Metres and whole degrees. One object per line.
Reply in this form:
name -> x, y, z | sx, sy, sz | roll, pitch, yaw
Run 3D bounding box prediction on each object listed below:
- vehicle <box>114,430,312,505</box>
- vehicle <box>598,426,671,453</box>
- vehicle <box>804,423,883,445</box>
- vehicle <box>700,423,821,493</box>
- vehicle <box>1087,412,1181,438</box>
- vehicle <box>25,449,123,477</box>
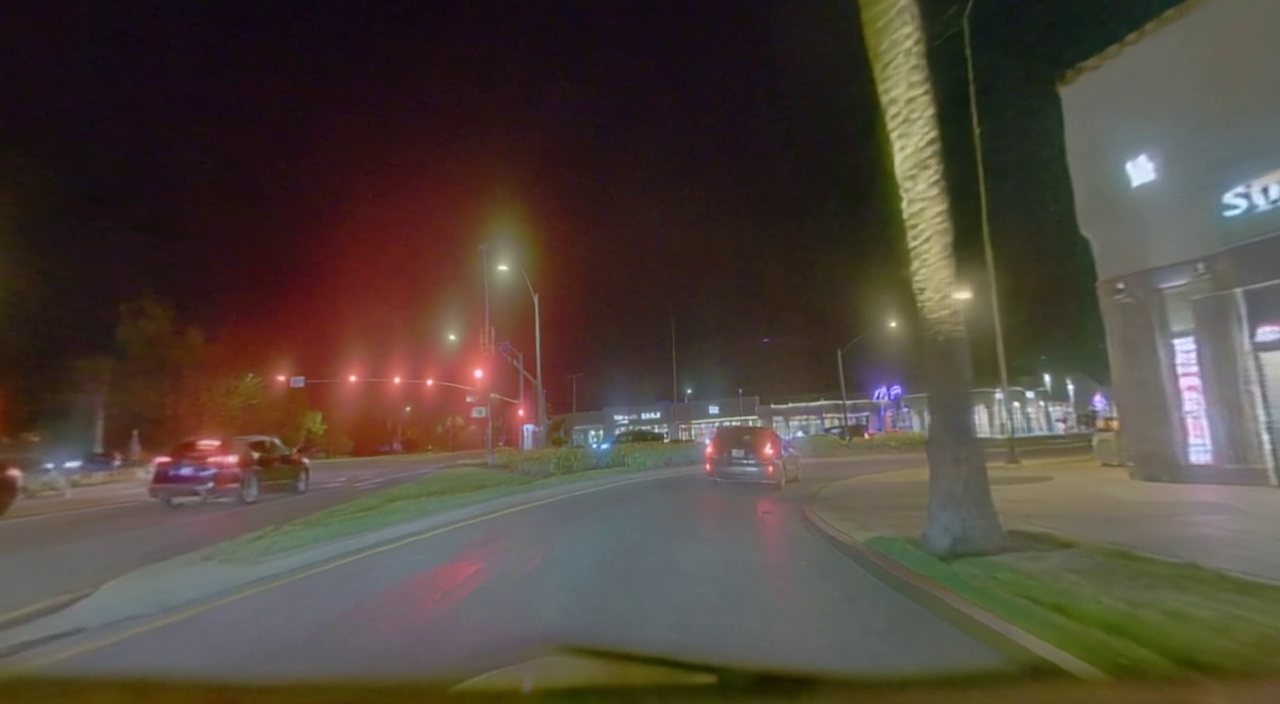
vehicle -> -9.692, 2.642, 14.905 | 1.912, 1.487, 4.471 | 1, -8, -6
vehicle -> -0.411, 5.998, 43.409 | 4.757, 1.633, 1.932 | -1, -8, -10
vehicle -> 14.556, 5.903, 45.396 | 4.981, 1.491, 1.922 | 0, -10, -8
vehicle -> 3.221, 2.637, 16.096 | 2.070, 1.493, 4.570 | -3, -9, 22
vehicle -> 31.935, 4.756, 40.899 | 4.458, 1.589, 2.044 | 1, -8, -5
vehicle -> -34.078, 6.671, 38.258 | 2.036, 1.526, 4.732 | 1, -9, -8
